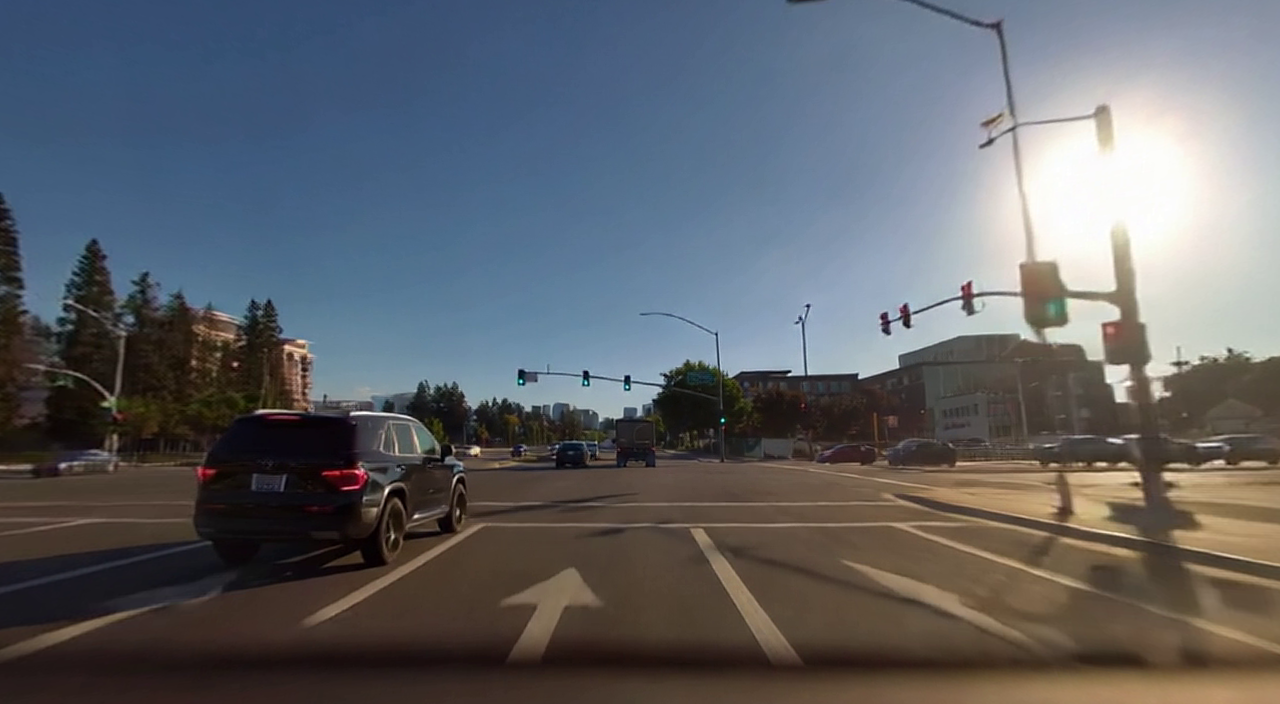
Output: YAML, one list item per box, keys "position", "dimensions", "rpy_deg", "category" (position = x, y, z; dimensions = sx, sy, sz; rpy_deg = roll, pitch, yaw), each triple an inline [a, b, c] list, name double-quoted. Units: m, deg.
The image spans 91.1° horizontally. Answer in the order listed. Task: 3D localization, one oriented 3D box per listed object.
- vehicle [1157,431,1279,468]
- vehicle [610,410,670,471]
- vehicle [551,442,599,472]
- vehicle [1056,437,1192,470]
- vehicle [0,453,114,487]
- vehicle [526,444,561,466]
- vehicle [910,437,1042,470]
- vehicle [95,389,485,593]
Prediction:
- position: [30.639, 5.068, 32.635]
  dimensions: [5.530, 1.827, 2.161]
  rpy_deg: [0, -8, 0]
  category: "vehicle"
- position: [0.048, 4.889, 34.595]
  dimensions: [2.993, 3.051, 6.692]
  rpy_deg: [0, -8, 1]
  category: "vehicle"
- position: [-3.310, 5.452, 32.869]
  dimensions: [2.023, 1.483, 4.143]
  rpy_deg: [0, -8, 1]
  category: "vehicle"
- position: [22.755, 4.794, 29.629]
  dimensions: [4.716, 1.494, 2.001]
  rpy_deg: [0, -8, 0]
  category: "vehicle"
- position: [-28.992, 5.766, 30.980]
  dimensions: [1.868, 1.465, 4.810]
  rpy_deg: [0, -8, 0]
  category: "vehicle"
- position: [-7.007, 7.533, 46.075]
  dimensions: [1.933, 1.477, 4.119]
  rpy_deg: [0, -8, 0]
  category: "vehicle"
- position: [15.708, 4.764, 29.522]
  dimensions: [4.983, 1.511, 2.077]
  rpy_deg: [0, -8, -1]
  category: "vehicle"
- position: [-3.779, 1.610, 8.203]
  dimensions: [2.178, 1.826, 4.933]
  rpy_deg: [0, -8, 1]
  category: "vehicle"
